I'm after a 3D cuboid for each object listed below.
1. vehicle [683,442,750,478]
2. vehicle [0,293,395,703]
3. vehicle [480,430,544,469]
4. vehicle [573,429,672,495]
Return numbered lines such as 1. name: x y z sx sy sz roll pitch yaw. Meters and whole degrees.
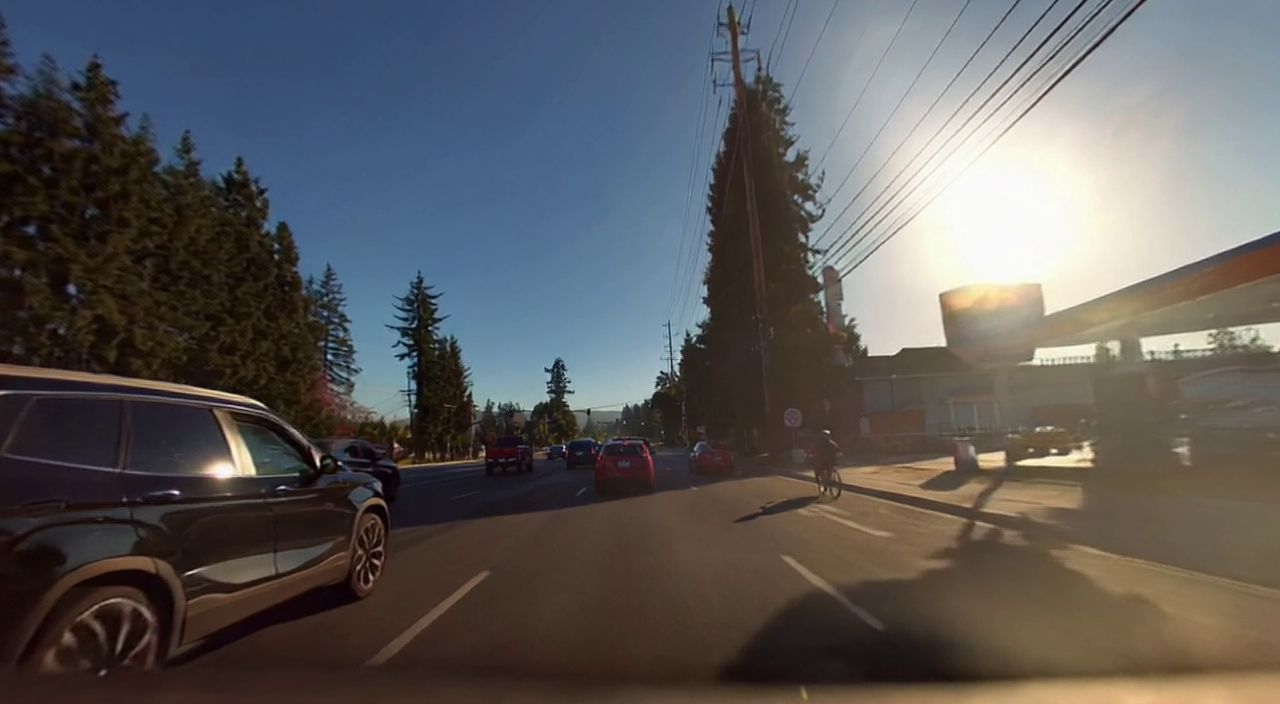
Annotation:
1. vehicle: 2.997 4.326 25.680 2.065 1.302 4.416 0 -8 -1
2. vehicle: -3.125 0.783 3.154 1.922 1.642 4.547 -1 -8 1
3. vehicle: -6.783 5.259 34.177 2.385 1.918 5.056 0 -8 0
4. vehicle: -0.397 2.763 16.165 2.189 1.437 4.135 0 -8 0
